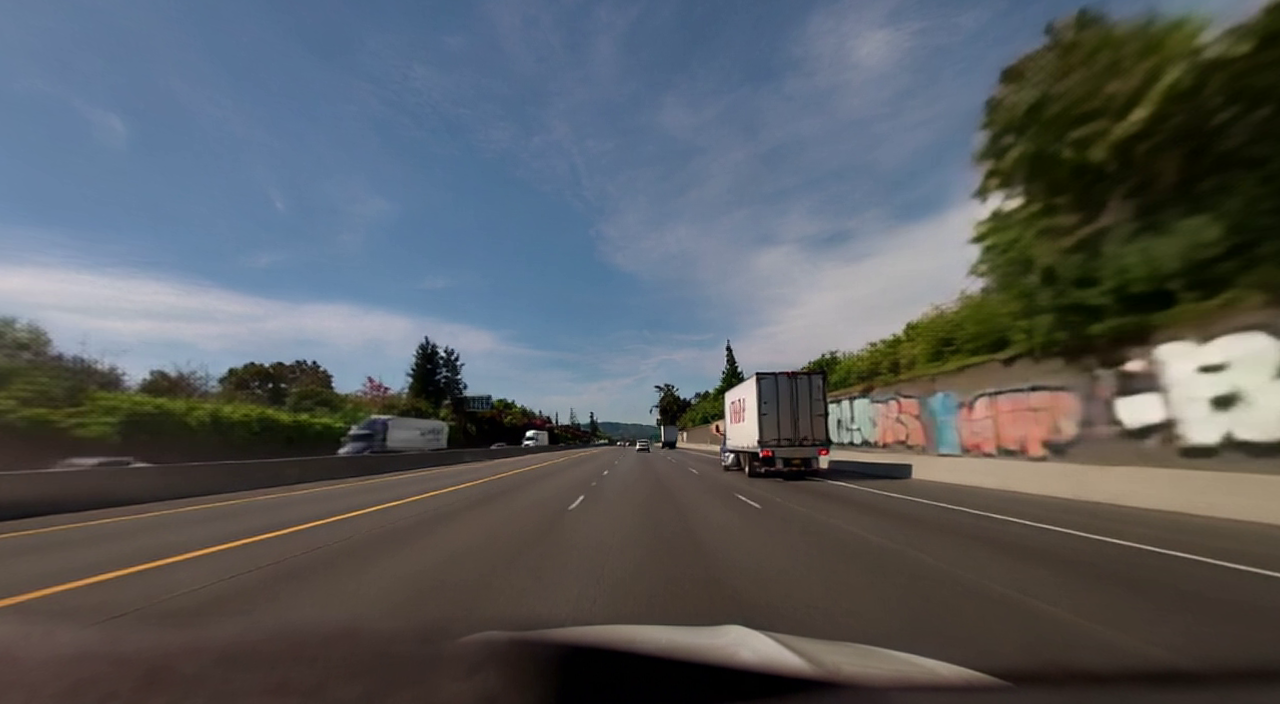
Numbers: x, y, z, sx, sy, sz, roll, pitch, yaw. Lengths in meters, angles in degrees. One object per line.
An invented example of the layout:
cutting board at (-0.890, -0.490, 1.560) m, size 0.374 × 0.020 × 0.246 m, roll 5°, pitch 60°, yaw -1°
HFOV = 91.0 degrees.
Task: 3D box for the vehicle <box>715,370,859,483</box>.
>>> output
vehicle at (5.197, 3.035, 24.889) m, size 2.949 × 3.470 × 10.539 m, roll 0°, pitch -8°, yaw -1°
